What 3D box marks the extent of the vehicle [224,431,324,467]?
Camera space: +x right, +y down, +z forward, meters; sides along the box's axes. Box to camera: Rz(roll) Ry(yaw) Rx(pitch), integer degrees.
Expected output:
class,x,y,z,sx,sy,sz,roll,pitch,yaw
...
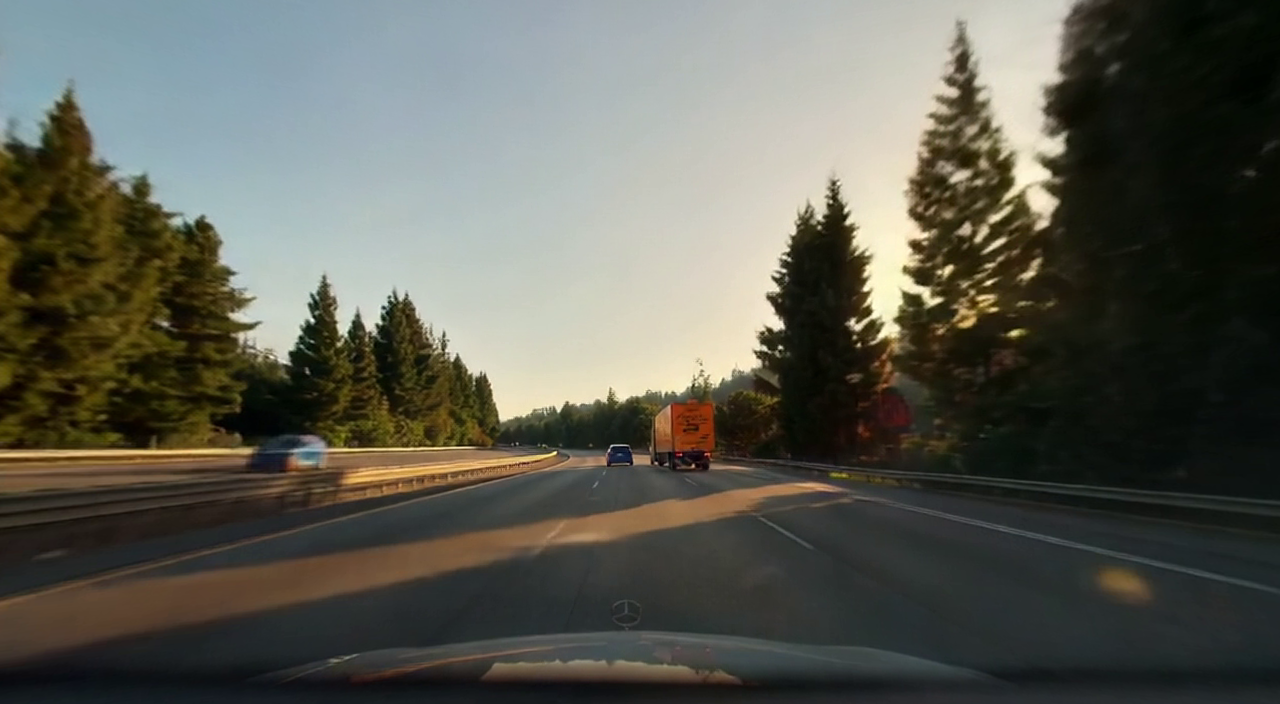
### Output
class,x,y,z,sx,sy,sz,roll,pitch,yaw
vehicle,-16.458,4.406,28.669,1.834,1.491,4.562,0,-9,-1

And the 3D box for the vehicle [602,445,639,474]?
class,x,y,z,sx,sy,sz,roll,pitch,yaw
vehicle,-1.090,5.858,34.456,1.913,1.460,3.610,1,-9,-2

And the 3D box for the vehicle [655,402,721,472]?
class,x,y,z,sx,sy,sz,roll,pitch,yaw
vehicle,2.961,6.070,43.908,2.951,4.012,14.203,1,-9,-2
